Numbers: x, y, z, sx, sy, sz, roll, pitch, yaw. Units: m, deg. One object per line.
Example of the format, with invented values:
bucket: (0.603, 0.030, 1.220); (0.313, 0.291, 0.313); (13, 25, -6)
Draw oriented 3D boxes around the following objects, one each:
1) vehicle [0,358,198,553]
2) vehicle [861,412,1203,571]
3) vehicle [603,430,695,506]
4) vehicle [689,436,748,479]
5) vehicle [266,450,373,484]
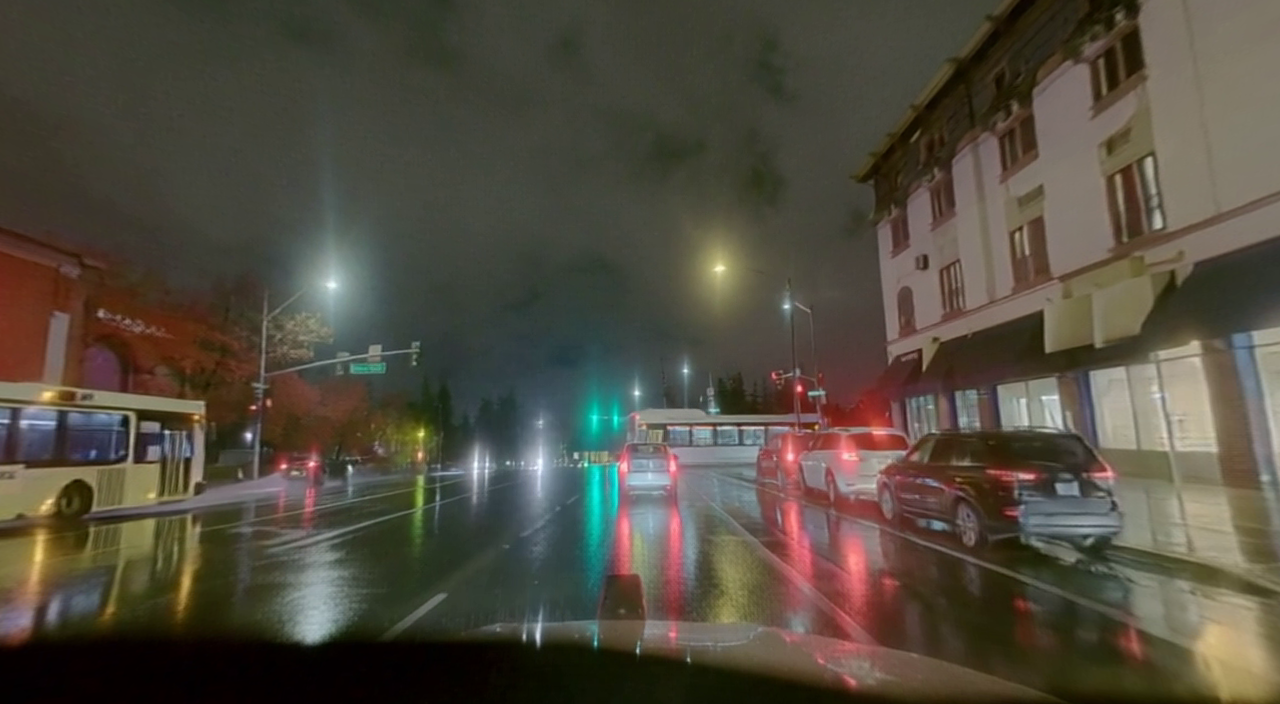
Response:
vehicle: (-12.875, 1.570, 9.429); (3.356, 3.365, 12.460); (0, -9, 1)
vehicle: (4.963, 1.824, 8.958); (2.014, 1.681, 4.332); (0, -9, -1)
vehicle: (0.175, 3.020, 16.806); (2.089, 1.699, 4.650); (0, -9, -1)
vehicle: (3.303, 4.506, 27.190); (2.222, 1.688, 3.952); (0, -9, 3)
vehicle: (-18.397, 6.583, 36.213); (5.016, 1.792, 2.250); (-1, -9, 10)
